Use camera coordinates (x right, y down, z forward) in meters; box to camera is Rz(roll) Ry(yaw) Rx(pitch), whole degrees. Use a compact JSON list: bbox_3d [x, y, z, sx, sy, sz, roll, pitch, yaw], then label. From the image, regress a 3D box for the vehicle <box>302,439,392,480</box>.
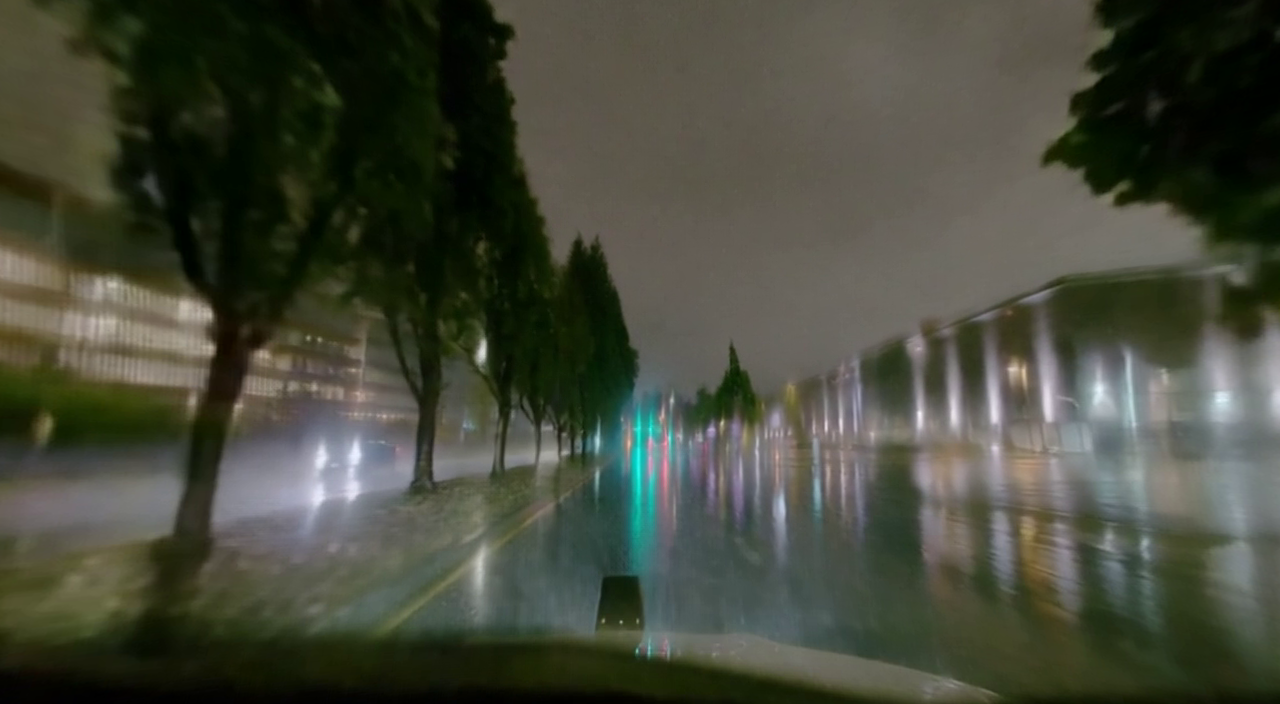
[{"bbox_3d":[-15.377,5.631,33.546,2.141,1.942,5.474,0,-8,0],"label":"vehicle"}]
